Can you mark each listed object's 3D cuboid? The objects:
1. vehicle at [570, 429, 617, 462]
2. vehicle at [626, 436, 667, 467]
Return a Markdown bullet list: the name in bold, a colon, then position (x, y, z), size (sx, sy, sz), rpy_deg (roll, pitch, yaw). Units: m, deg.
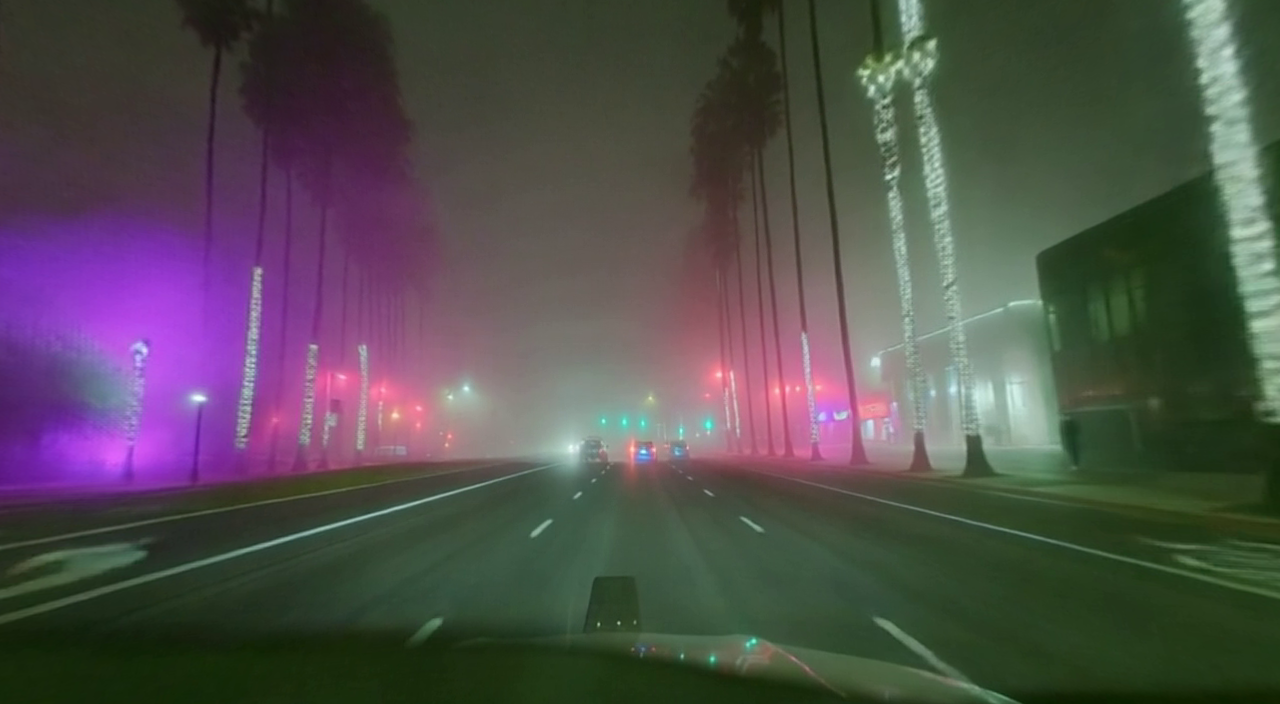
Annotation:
- **vehicle**: position (-3.063, 6.384, 43.100), size (2.672, 2.064, 5.681), rpy_deg (0, -8, 0)
- **vehicle**: position (0.333, 5.596, 35.742), size (2.160, 1.615, 4.117), rpy_deg (0, -8, 0)
